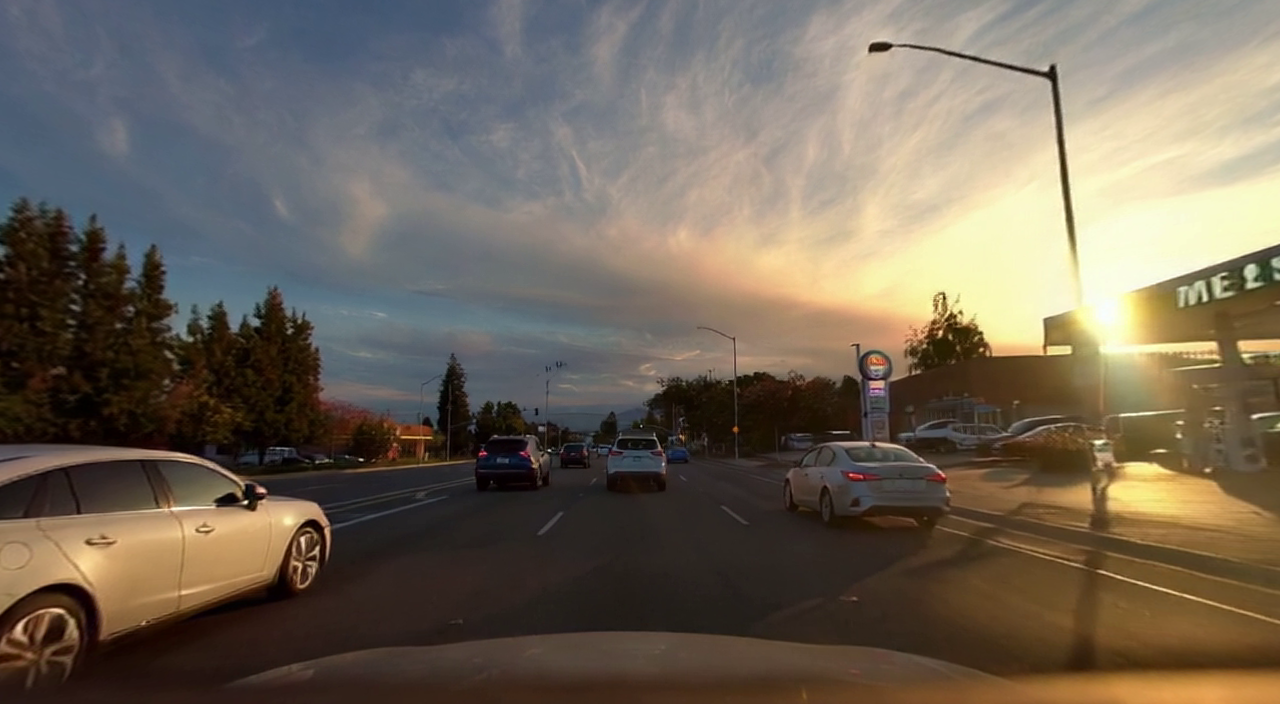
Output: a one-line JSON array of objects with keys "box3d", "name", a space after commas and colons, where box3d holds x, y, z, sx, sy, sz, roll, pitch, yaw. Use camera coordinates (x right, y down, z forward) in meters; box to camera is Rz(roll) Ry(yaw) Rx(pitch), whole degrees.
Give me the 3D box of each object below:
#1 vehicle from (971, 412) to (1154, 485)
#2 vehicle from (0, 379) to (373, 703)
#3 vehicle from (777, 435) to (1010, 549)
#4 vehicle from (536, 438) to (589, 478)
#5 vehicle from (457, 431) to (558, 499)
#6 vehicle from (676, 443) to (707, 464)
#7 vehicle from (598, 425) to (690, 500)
[{"box3d": [11.631, 2.724, 17.896, 1.918, 1.765, 4.668, 0, -8, 0], "name": "vehicle"}, {"box3d": [-3.566, 1.137, 4.132, 1.864, 1.574, 4.031, 0, -8, 0], "name": "vehicle"}, {"box3d": [3.826, 2.169, 10.598, 1.888, 1.456, 4.589, 0, -8, -2], "name": "vehicle"}, {"box3d": [-3.449, 4.780, 28.809, 1.871, 1.673, 3.920, 0, -8, 0], "name": "vehicle"}, {"box3d": [-3.639, 3.175, 18.162, 1.932, 1.695, 4.150, 0, -8, 1], "name": "vehicle"}, {"box3d": [3.758, 7.499, 46.809, 1.926, 1.522, 3.852, 0, -8, -1], "name": "vehicle"}, {"box3d": [0.071, 3.036, 17.740, 2.279, 1.803, 4.254, 0, -8, -1], "name": "vehicle"}]
